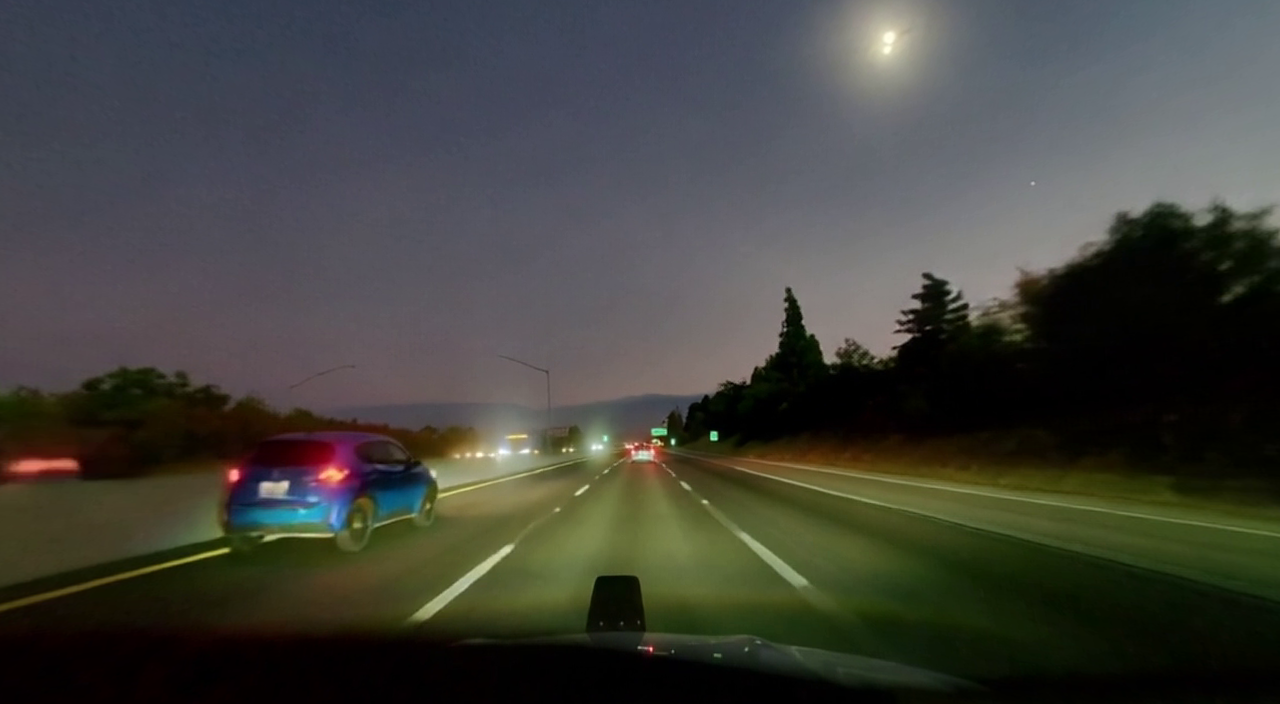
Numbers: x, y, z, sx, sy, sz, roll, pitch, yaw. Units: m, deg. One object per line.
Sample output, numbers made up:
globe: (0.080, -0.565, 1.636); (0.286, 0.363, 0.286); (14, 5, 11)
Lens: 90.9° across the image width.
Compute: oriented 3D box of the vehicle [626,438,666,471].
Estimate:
vehicle: (0.356, 6.103, 37.725); (2.247, 1.825, 4.036); (0, -9, 0)
